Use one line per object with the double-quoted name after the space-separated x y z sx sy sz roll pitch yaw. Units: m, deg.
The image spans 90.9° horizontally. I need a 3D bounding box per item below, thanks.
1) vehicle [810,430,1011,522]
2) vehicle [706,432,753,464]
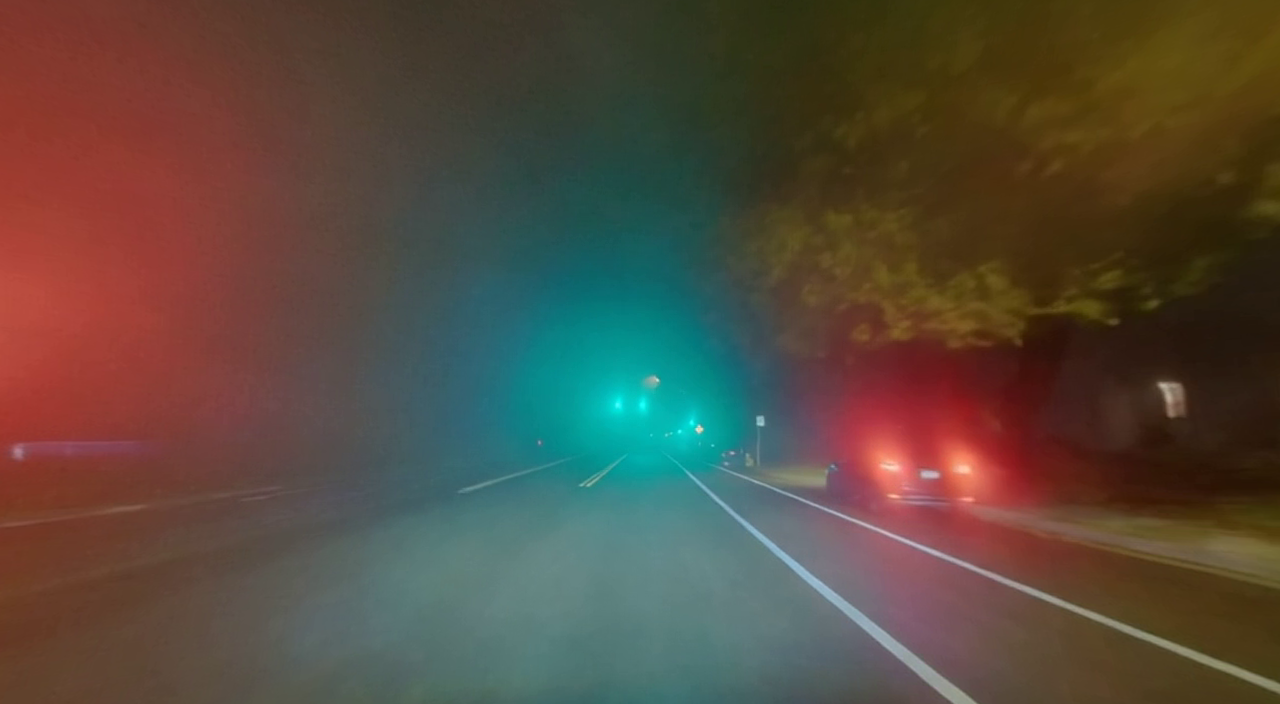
5.094 2.387 12.856 2.032 1.478 5.040 0 -8 2 "vehicle"
5.263 5.700 37.572 2.069 1.743 4.595 0 -8 0 "vehicle"
